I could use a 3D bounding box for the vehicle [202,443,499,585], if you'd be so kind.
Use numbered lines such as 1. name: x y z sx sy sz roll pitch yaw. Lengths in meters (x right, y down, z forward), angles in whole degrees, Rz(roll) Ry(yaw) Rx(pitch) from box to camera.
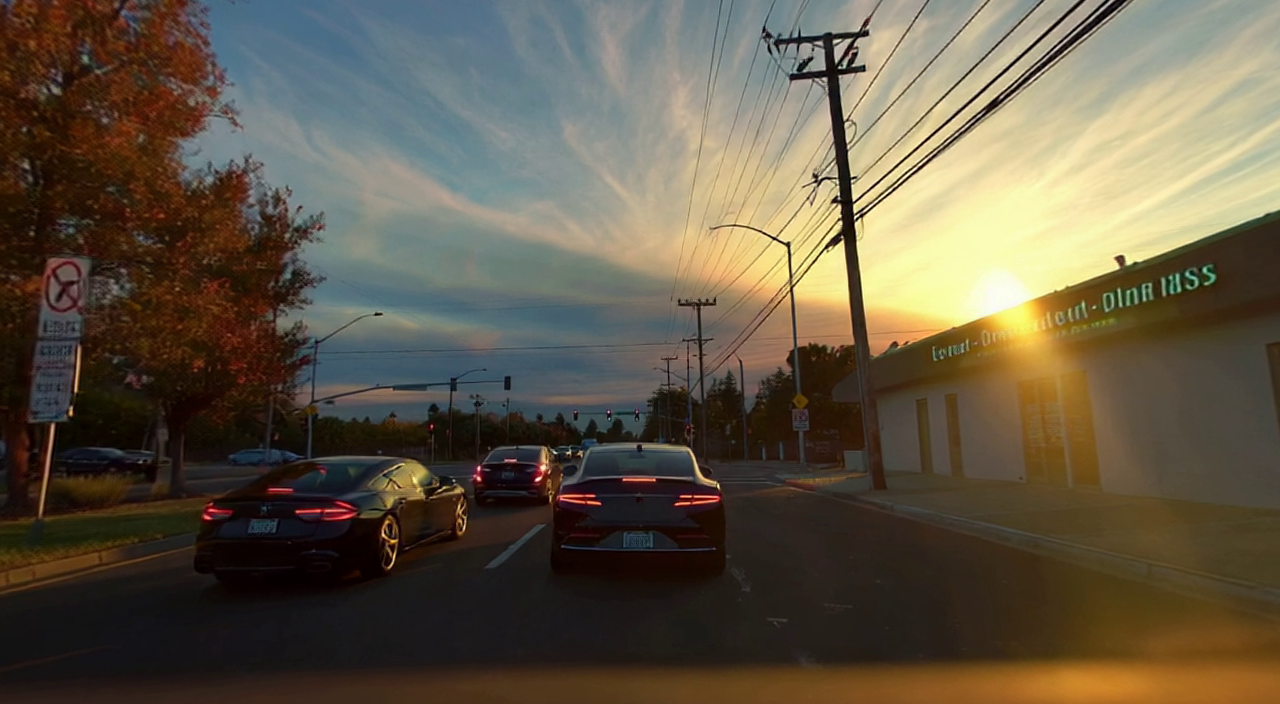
1. vehicle: -3.215 1.845 8.045 1.765 1.319 4.013 0 -9 2

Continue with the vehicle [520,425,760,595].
1. vehicle: -0.008 1.690 7.576 2.101 1.469 3.955 0 -9 0
